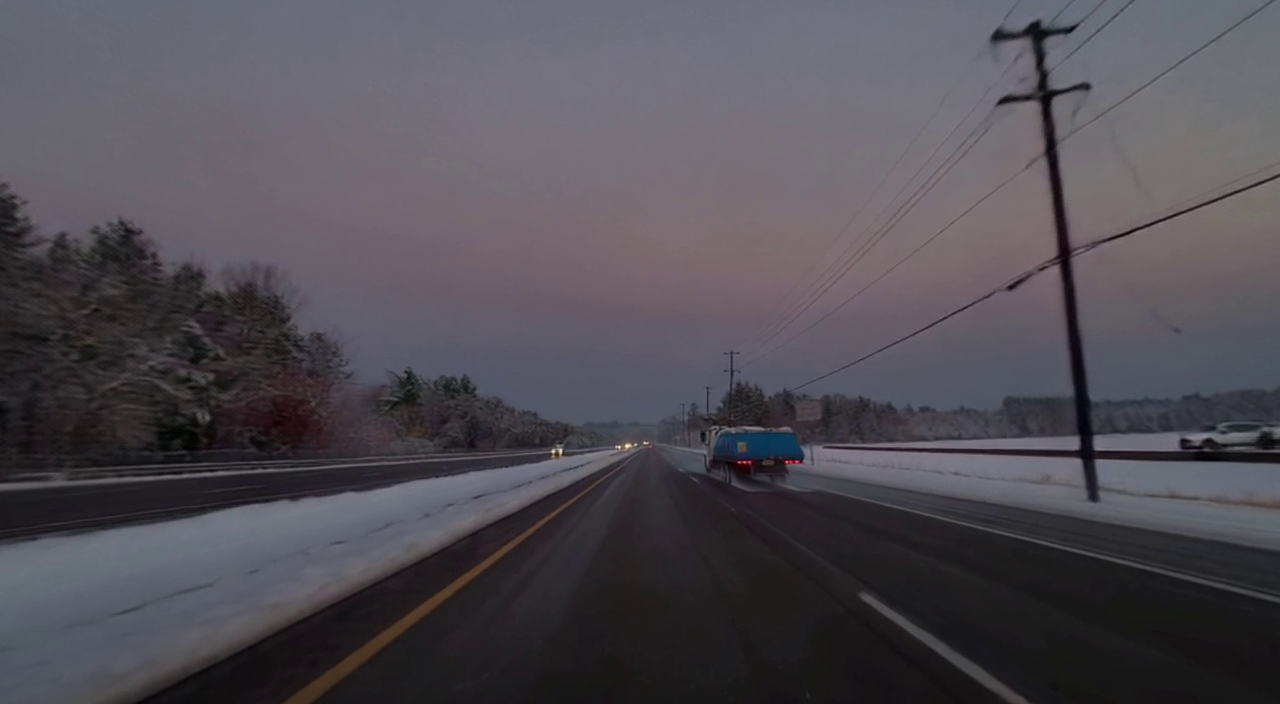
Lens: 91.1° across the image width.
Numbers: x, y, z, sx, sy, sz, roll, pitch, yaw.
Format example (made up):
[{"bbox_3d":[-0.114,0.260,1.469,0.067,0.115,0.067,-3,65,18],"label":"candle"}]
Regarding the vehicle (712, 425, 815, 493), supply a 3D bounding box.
[{"bbox_3d":[3.762,3.393,20.289,2.228,1.852,5.449,0,-8,0],"label":"vehicle"}]
